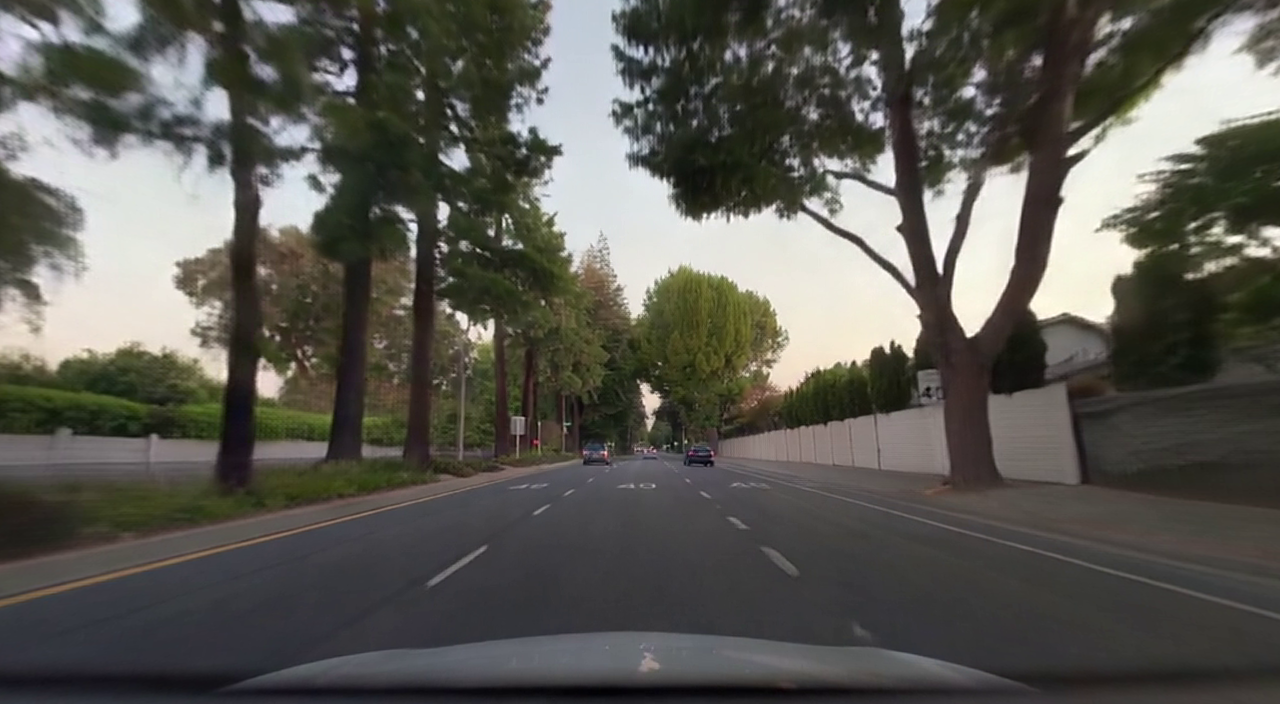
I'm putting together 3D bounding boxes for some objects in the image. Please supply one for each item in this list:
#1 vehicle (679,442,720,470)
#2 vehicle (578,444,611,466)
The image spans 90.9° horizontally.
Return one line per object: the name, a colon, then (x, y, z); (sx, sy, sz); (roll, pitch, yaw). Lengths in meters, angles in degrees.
vehicle: (3.465, 6.127, 37.291); (1.992, 1.511, 4.464); (0, -9, 0)
vehicle: (-3.335, 7.631, 46.785); (2.011, 1.480, 4.517); (0, -9, 1)
